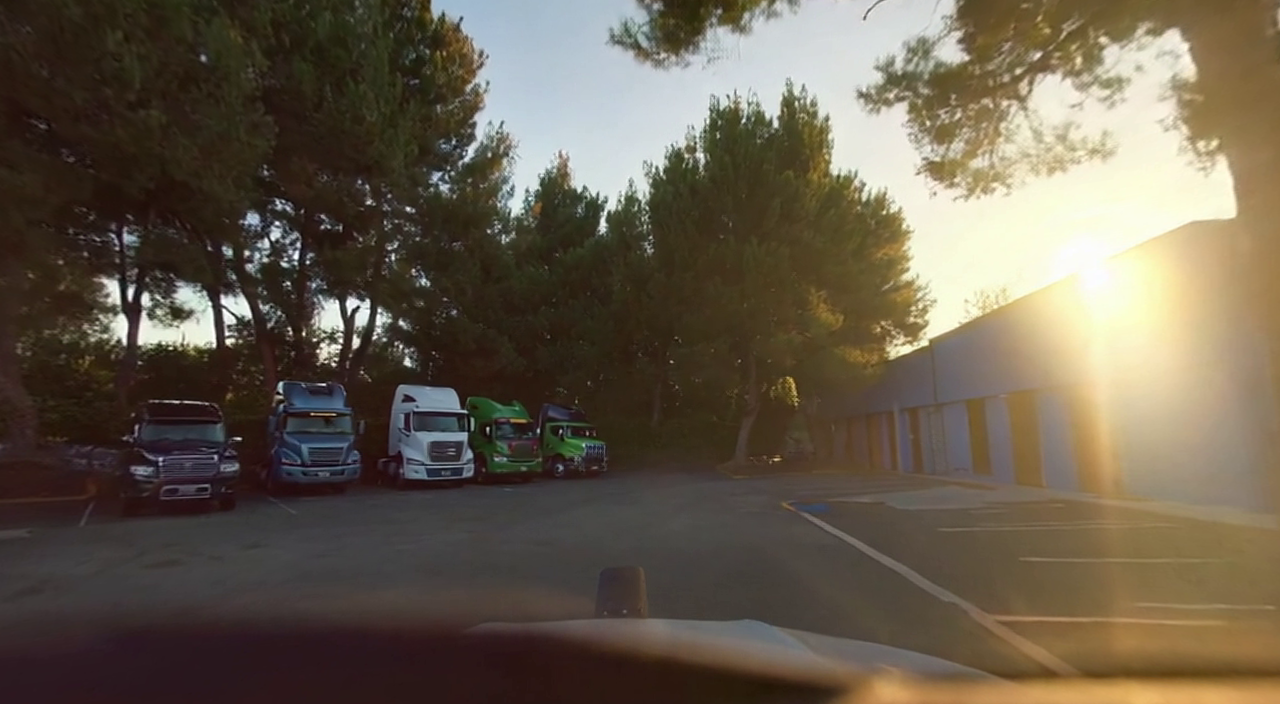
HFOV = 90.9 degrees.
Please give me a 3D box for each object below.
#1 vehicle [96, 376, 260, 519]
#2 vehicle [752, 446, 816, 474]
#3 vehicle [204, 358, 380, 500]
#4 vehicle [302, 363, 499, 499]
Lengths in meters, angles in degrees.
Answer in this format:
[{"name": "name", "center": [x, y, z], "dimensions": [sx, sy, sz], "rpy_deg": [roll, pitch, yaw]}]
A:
[{"name": "vehicle", "center": [-12.811, 2.602, 17.153], "dimensions": [2.674, 3.007, 7.819], "rpy_deg": [8, -12, -40]}, {"name": "vehicle", "center": [8.083, 6.024, 35.310], "dimensions": [3.473, 1.506, 1.809], "rpy_deg": [8, -12, -44]}, {"name": "vehicle", "center": [-12.962, 2.932, 22.683], "dimensions": [3.038, 3.871, 11.512], "rpy_deg": [7, -12, -40]}, {"name": "vehicle", "center": [-9.757, 3.191, 24.331], "dimensions": [2.948, 4.069, 11.906], "rpy_deg": [7, -12, -41]}]
